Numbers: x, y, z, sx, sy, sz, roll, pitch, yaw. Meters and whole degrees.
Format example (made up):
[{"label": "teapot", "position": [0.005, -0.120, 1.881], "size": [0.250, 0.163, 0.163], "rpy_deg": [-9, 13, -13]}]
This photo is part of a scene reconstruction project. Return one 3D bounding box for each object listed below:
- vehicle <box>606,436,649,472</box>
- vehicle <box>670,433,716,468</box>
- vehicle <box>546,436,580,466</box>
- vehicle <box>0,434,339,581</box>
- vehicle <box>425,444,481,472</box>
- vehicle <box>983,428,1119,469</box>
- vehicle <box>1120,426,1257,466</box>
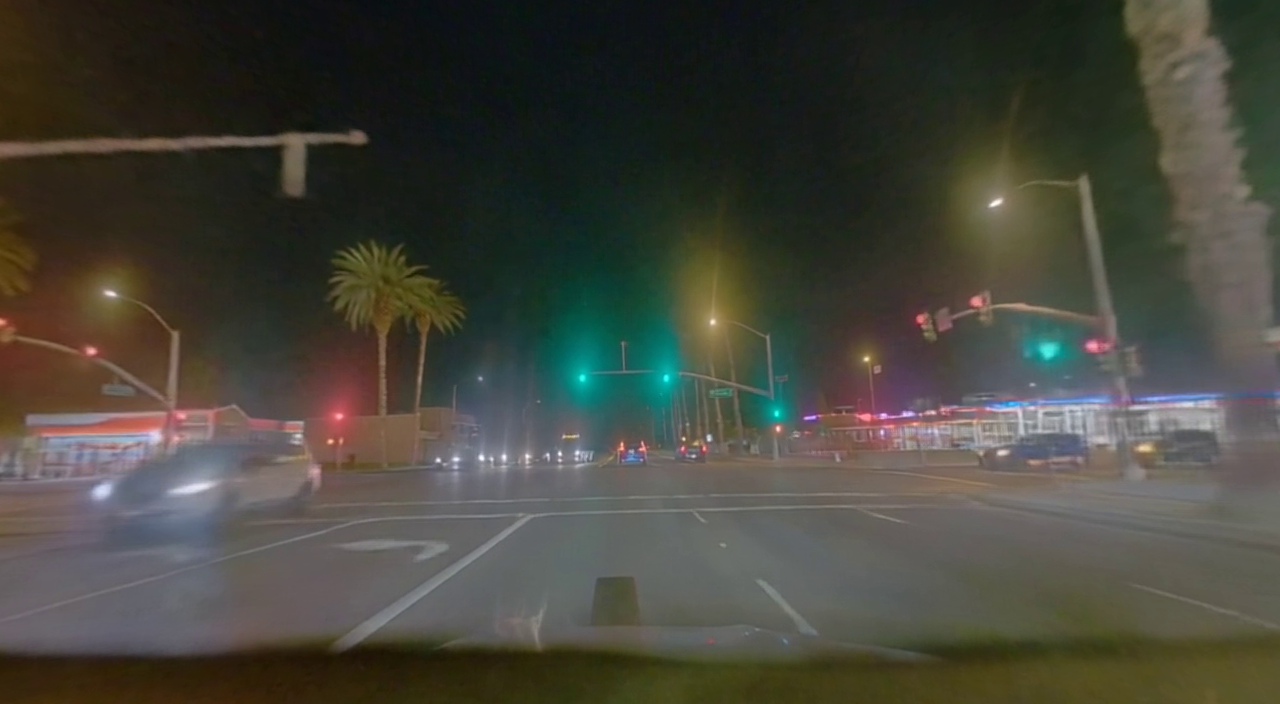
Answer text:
[{"label": "vehicle", "position": [-0.652, 5.405, 33.746], "size": [2.177, 1.754, 3.815], "rpy_deg": [0, -9, -1]}, {"label": "vehicle", "position": [3.060, 5.869, 37.712], "size": [2.190, 1.913, 5.174], "rpy_deg": [0, -9, -2]}, {"label": "vehicle", "position": [-5.802, 7.558, 48.469], "size": [2.072, 2.107, 4.723], "rpy_deg": [0, -9, -1]}, {"label": "vehicle", "position": [-6.305, 1.947, 8.820], "size": [1.979, 1.480, 4.553], "rpy_deg": [0, -9, 0]}, {"label": "vehicle", "position": [-13.493, 7.645, 46.035], "size": [2.287, 1.874, 5.798], "rpy_deg": [0, -9, 0]}, {"label": "vehicle", "position": [18.545, 4.381, 28.747], "size": [4.685, 1.704, 2.118], "rpy_deg": [0, -9, -2]}, {"label": "vehicle", "position": [24.945, 4.295, 28.901], "size": [4.398, 1.700, 2.012], "rpy_deg": [0, -9, -3]}]
